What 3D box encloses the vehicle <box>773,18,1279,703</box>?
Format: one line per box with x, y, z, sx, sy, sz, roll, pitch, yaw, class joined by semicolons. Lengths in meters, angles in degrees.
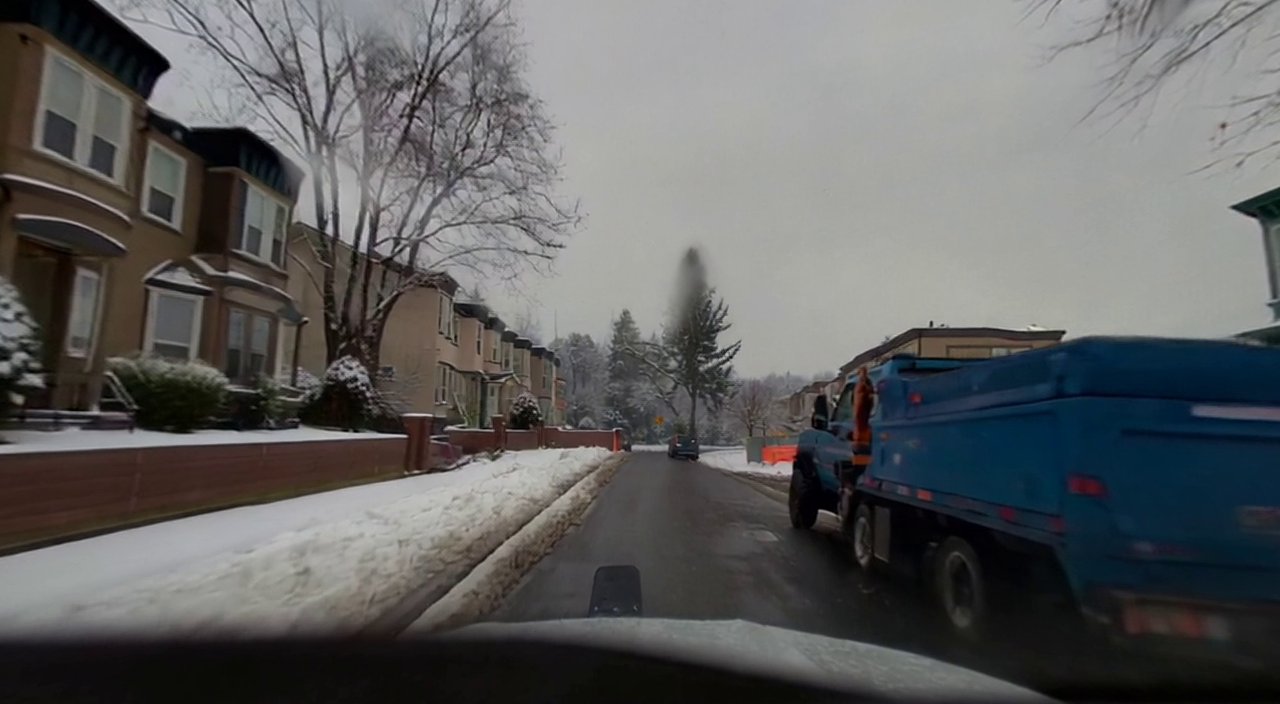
3.264;0.702;4.978;2.879;2.801;6.142;0;-8;-2;vehicle

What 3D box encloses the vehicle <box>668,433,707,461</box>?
3.031;6.209;41.444;2.066;1.739;4.234;0;-8;-2;vehicle
